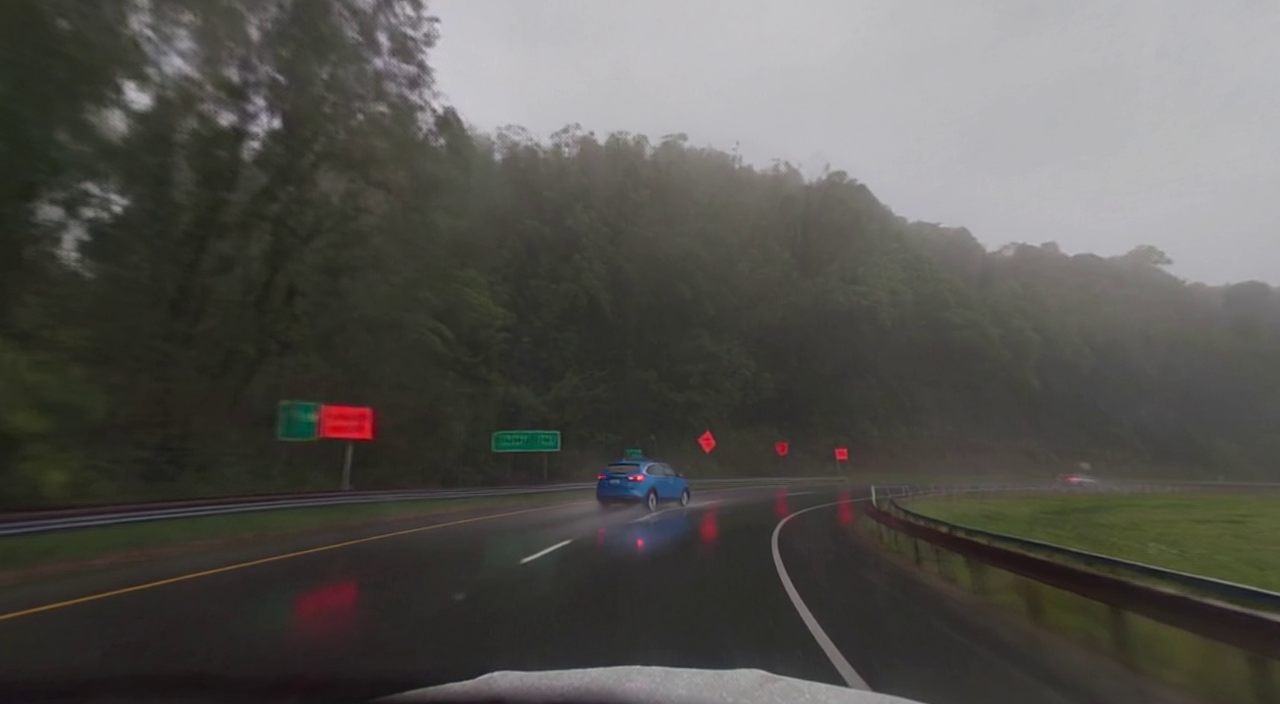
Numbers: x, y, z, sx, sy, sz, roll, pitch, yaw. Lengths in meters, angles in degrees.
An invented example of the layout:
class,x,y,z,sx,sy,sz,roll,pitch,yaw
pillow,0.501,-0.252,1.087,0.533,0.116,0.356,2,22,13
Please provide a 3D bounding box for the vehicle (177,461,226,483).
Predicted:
class,x,y,z,sx,sy,sz,roll,pitch,yaw
vehicle,-31.017,8.516,44.699,1.758,1.470,3.823,4,-11,-19

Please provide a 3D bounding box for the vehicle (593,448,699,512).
class,x,y,z,sx,sy,sz,roll,pitch,yaw
vehicle,0.347,3.885,19.378,1.997,1.692,4.422,-3,-11,18
